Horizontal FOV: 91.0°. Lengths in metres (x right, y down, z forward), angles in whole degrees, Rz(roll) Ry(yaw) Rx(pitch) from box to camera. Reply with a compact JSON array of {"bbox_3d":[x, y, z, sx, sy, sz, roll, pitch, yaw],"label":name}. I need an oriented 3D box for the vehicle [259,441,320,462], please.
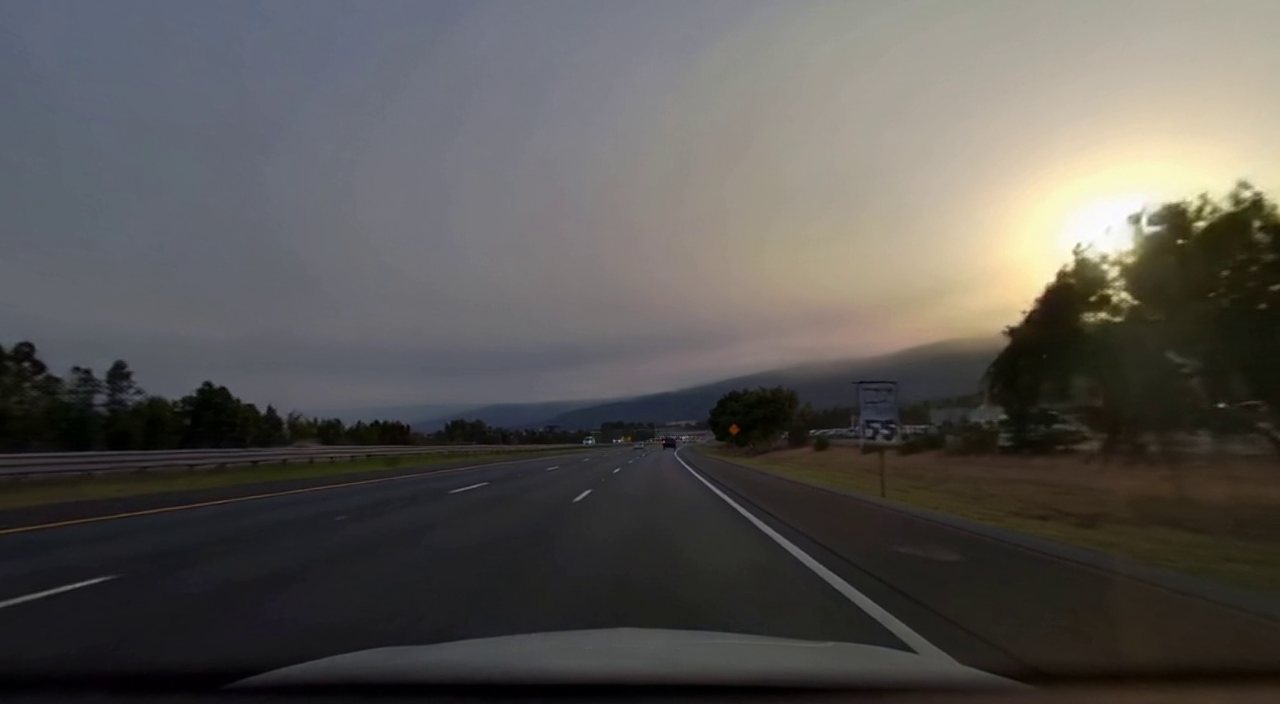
[{"bbox_3d":[-27.185,7.726,49.008,1.857,1.509,4.825,0,-9,2],"label":"vehicle"}]
